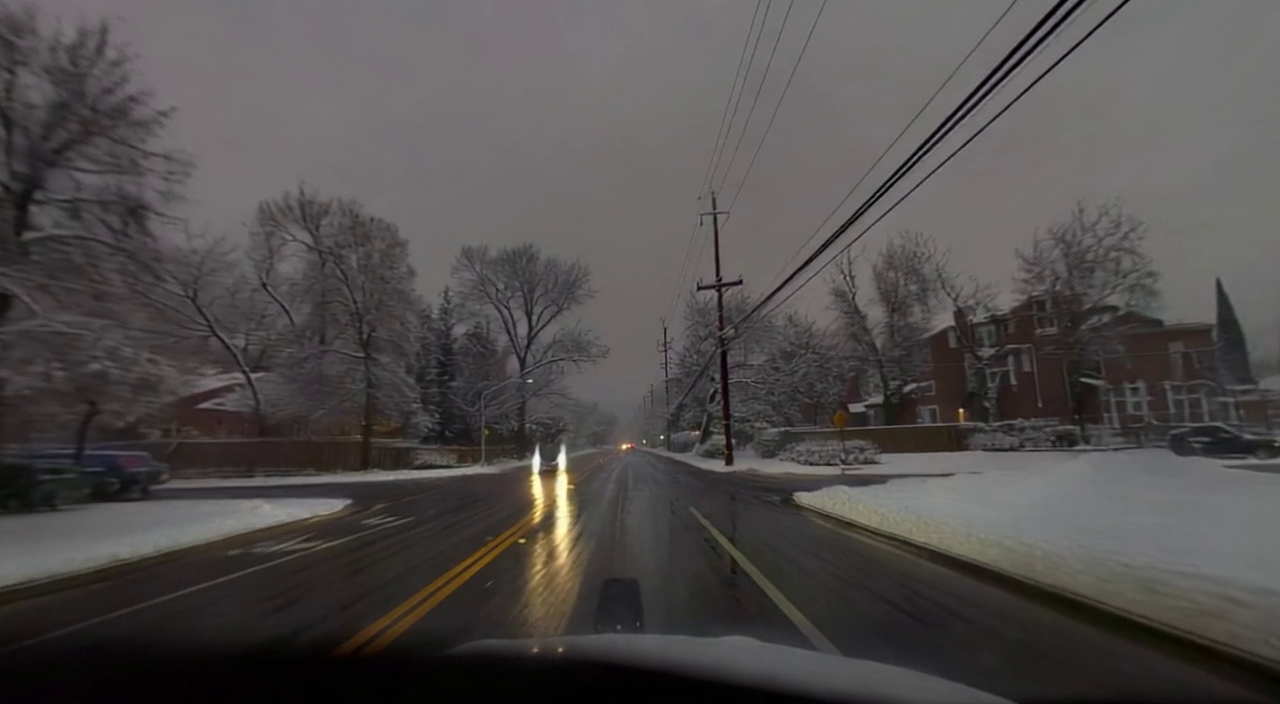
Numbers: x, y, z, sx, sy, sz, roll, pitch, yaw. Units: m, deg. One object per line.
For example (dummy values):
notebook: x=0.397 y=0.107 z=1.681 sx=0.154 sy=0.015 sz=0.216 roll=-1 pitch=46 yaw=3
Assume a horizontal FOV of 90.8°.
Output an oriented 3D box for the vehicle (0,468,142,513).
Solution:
vehicle: x=-21.063 y=5.004 z=23.045 sx=4.241 sy=1.385 sz=1.727 roll=2 pitch=-10 yaw=2
